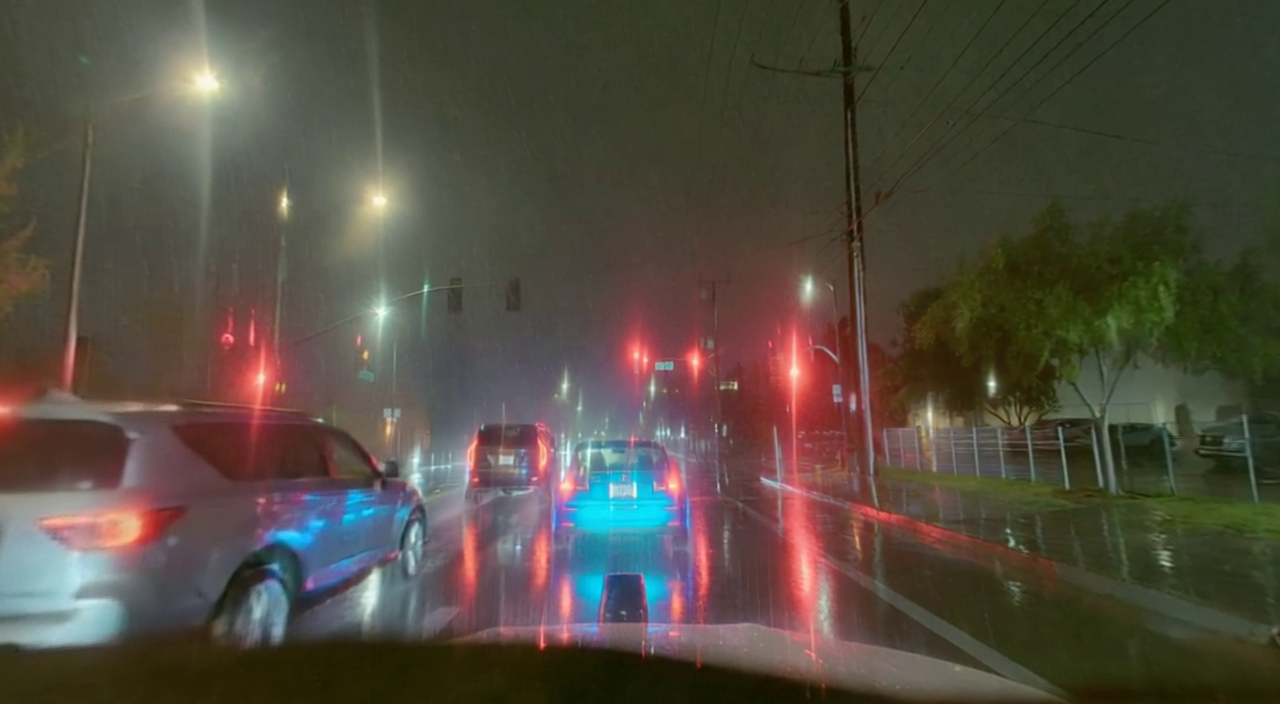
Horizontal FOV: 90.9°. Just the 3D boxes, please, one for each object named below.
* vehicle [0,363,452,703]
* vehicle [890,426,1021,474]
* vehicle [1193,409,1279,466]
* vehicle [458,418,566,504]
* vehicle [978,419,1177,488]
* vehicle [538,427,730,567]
[{"bbox_3d":[-2.930,1.165,4.448,2.003,1.681,3.878,0,-8,0],"label":"vehicle"},{"bbox_3d":[10.638,3.349,21.724,1.842,1.471,4.481,1,-8,-5],"label":"vehicle"},{"bbox_3d":[18.723,2.551,18.682,4.446,1.511,1.977,4,-10,-29],"label":"vehicle"},{"bbox_3d":[-3.038,2.690,15.986,2.106,1.852,4.512,0,-8,-4],"label":"vehicle"},{"bbox_3d":[10.523,2.490,15.678,1.888,1.455,4.268,0,-8,0],"label":"vehicle"},{"bbox_3d":[-0.154,1.871,8.963,2.070,1.481,4.216,0,-8,-3],"label":"vehicle"}]
